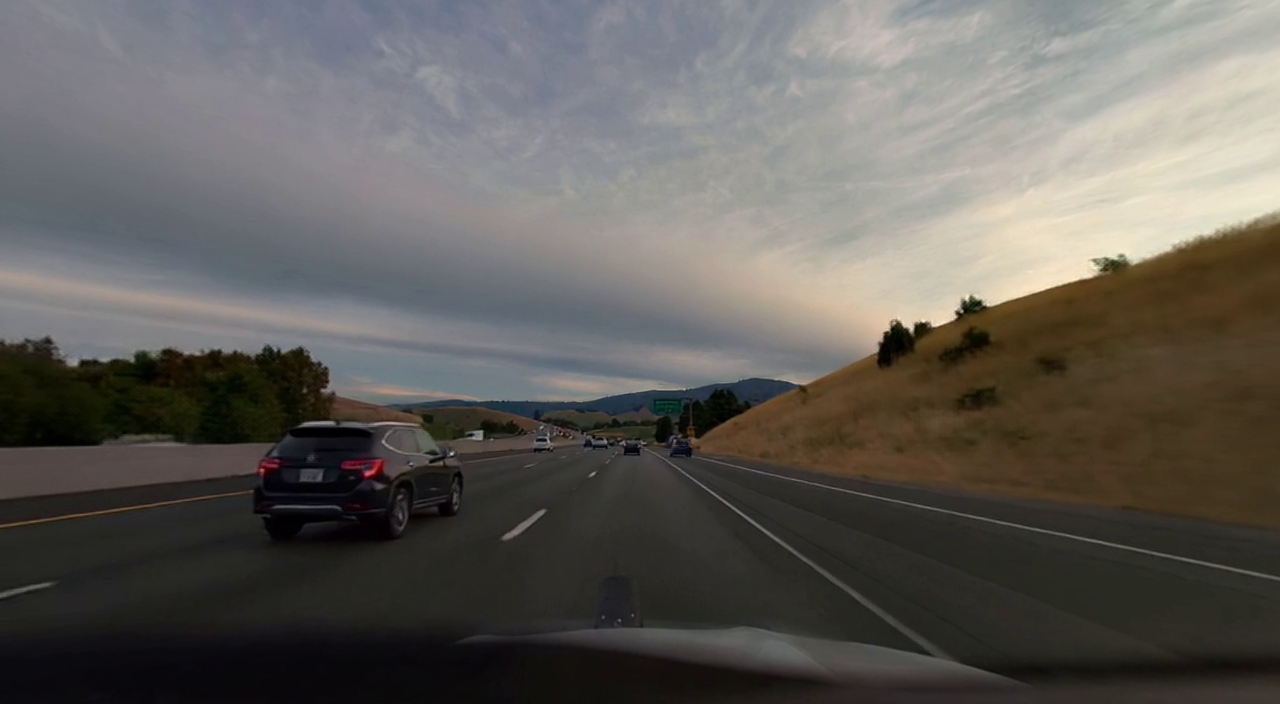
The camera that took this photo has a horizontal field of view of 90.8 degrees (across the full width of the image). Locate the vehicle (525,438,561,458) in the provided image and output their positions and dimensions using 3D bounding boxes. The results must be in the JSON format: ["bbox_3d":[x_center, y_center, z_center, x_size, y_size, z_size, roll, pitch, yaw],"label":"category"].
[{"bbox_3d":[-7.450,7.376,48.710,2.020,1.447,4.322,0,-8,1],"label":"vehicle"}]

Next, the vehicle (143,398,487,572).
[{"bbox_3d":[-3.768,1.652,8.606,2.166,1.700,4.661,0,-8,0],"label":"vehicle"}]
